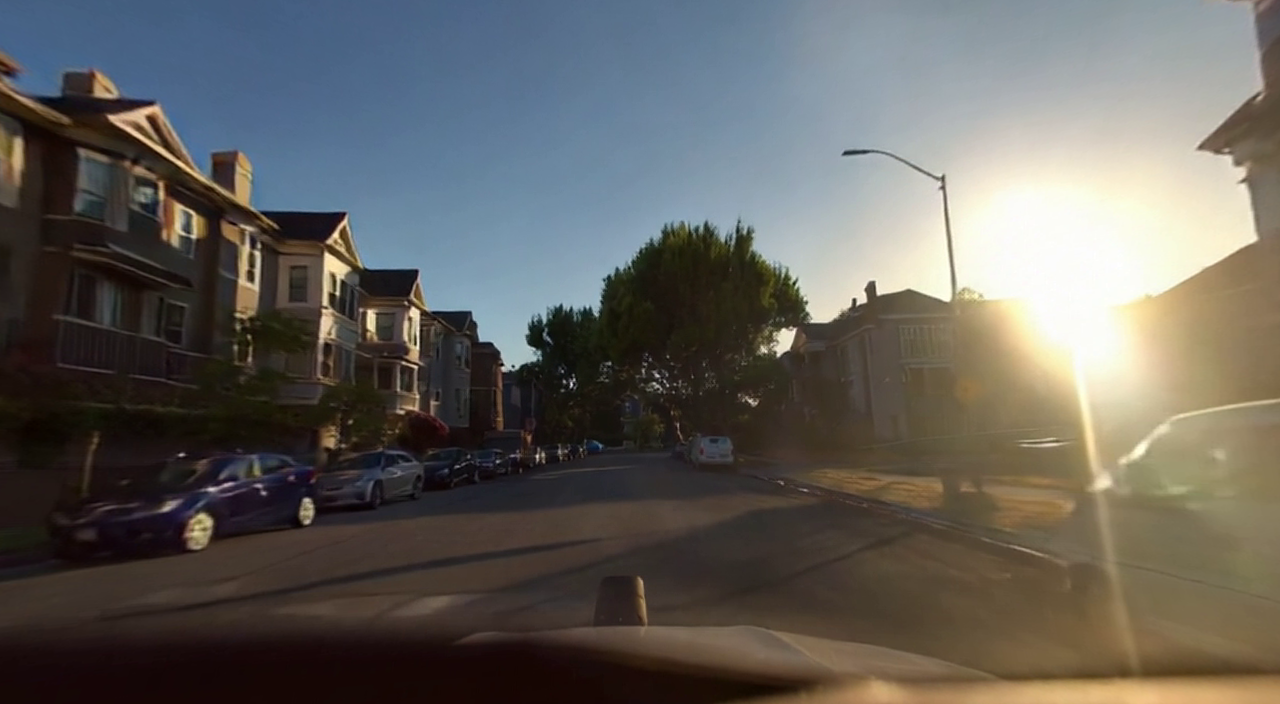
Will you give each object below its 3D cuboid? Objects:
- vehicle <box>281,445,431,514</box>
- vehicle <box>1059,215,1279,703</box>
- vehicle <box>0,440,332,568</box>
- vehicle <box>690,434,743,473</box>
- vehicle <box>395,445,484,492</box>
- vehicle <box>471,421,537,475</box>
[{"bbox_3d":[-7.048,3.189,16.232,1.845,1.475,4.495,-1,-9,-1],"label":"vehicle"},{"bbox_3d":[3.992,0.658,3.109,2.158,2.478,2.078,0,-9,-3],"label":"vehicle"},{"bbox_3d":[-7.068,2.256,10.097,2.003,1.501,4.779,-1,-9,-2],"label":"vehicle"},{"bbox_3d":[4.111,5.581,34.676,2.216,1.955,4.970,0,-9,-1],"label":"vehicle"},{"bbox_3d":[-7.129,4.157,22.796,1.832,1.483,4.140,-1,-9,0],"label":"vehicle"},{"bbox_3d":[-7.343,5.339,34.711,2.341,2.674,5.753,-1,-10,0],"label":"vehicle"}]
